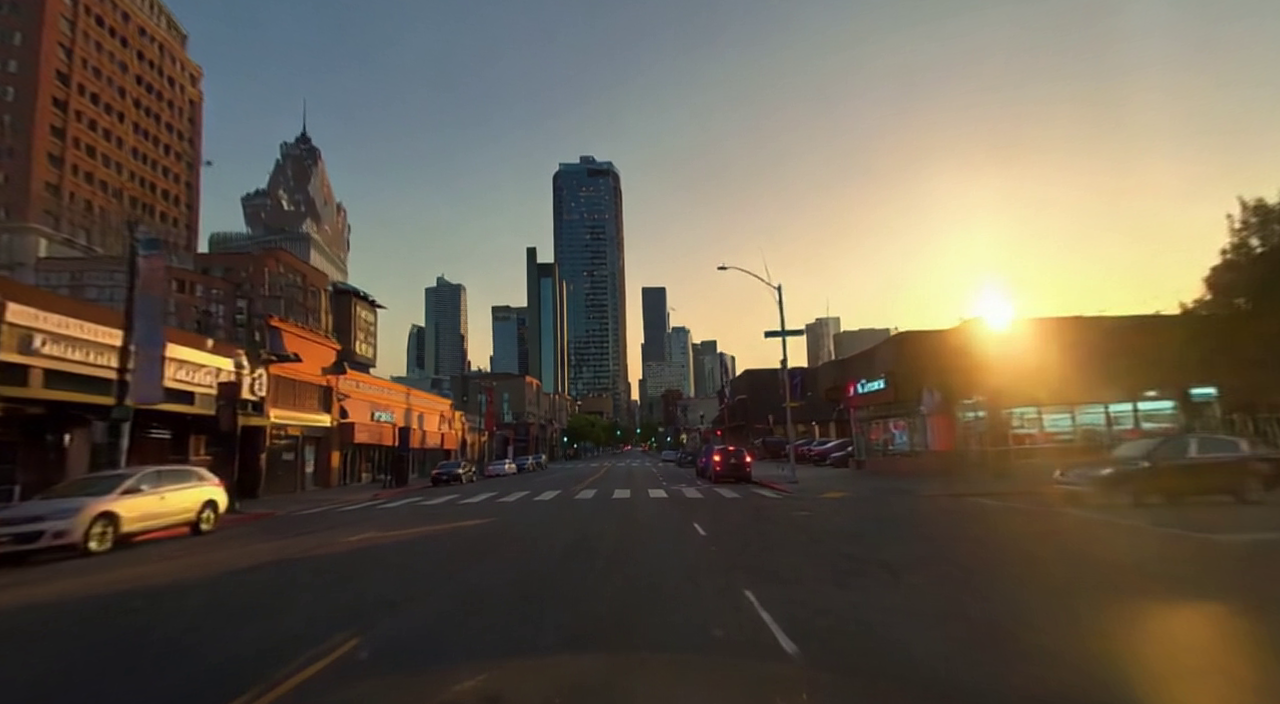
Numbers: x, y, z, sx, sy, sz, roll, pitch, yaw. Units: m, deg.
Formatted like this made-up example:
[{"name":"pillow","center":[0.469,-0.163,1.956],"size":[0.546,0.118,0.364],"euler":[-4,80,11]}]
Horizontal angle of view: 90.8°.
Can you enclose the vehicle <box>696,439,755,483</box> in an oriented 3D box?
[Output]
[{"name":"vehicle","center":[3.745,4.869,28.604],"size":[2.118,1.779,5.121],"euler":[0,-8,2]}]

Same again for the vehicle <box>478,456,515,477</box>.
[{"name":"vehicle","center":[-11.017,8.799,48.835],"size":[1.861,1.473,4.633],"euler":[0,-8,-1]}]

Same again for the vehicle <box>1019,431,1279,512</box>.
[{"name":"vehicle","center":[10.698,2.391,12.934],"size":[4.611,1.494,1.982],"euler":[0,-8,-3]}]

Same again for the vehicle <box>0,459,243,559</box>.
[{"name":"vehicle","center":[-10.962,3.219,13.648],"size":[1.943,1.713,4.153],"euler":[-1,-8,2]}]

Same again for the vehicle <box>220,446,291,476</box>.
[{"name":"vehicle","center":[-22.587,6.369,37.276],"size":[1.778,1.639,4.019],"euler":[0,-8,-3]}]

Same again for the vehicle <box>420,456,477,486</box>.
[{"name":"vehicle","center":[-11.058,6.874,36.871],"size":[2.018,1.553,4.407],"euler":[0,-8,-1]}]

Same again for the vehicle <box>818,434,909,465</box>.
[{"name":"vehicle","center":[13.484,5.905,38.338],"size":[4.732,1.746,2.141],"euler":[0,-8,1]}]

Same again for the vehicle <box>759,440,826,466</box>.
[{"name":"vehicle","center":[10.360,6.885,43.156],"size":[4.018,1.645,1.875],"euler":[1,-8,-5]}]
